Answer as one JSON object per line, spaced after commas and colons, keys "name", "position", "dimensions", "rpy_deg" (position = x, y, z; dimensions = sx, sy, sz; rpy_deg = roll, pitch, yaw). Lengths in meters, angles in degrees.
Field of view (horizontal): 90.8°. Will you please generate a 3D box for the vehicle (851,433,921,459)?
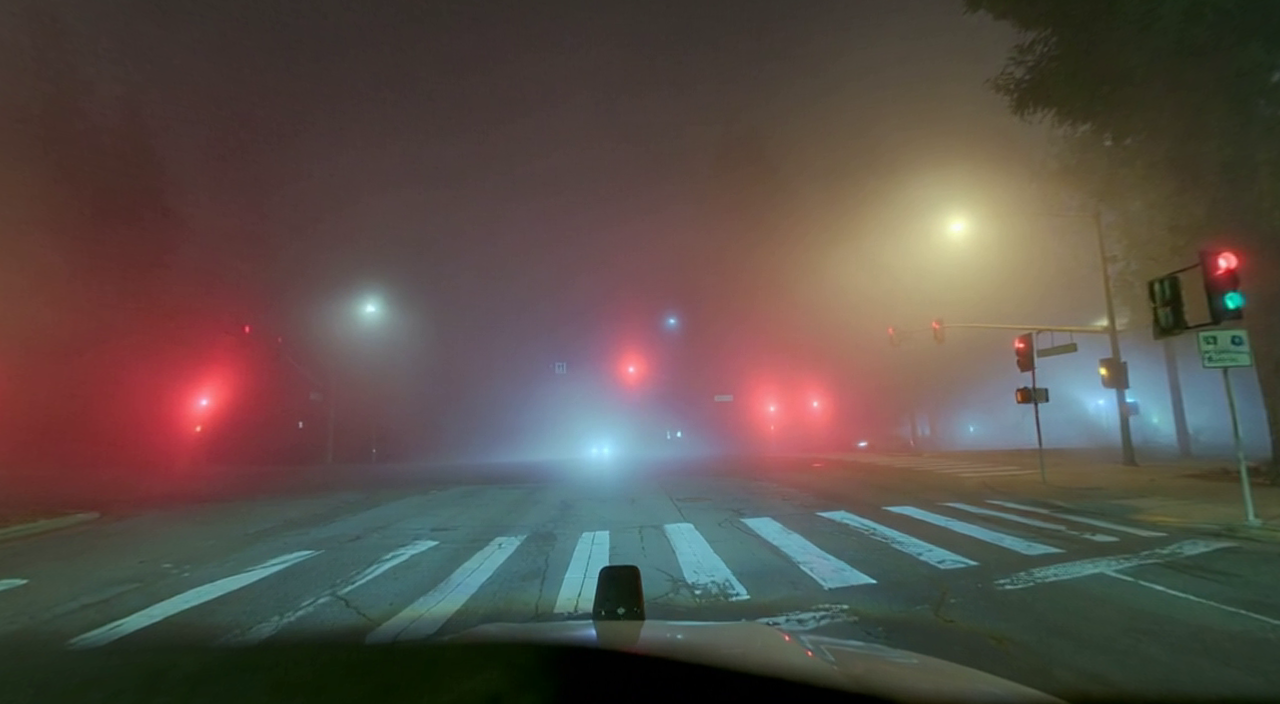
{"name": "vehicle", "position": [17.631, 6.745, 45.232], "dimensions": [4.600, 1.783, 1.970], "rpy_deg": [4, -10, -26]}
